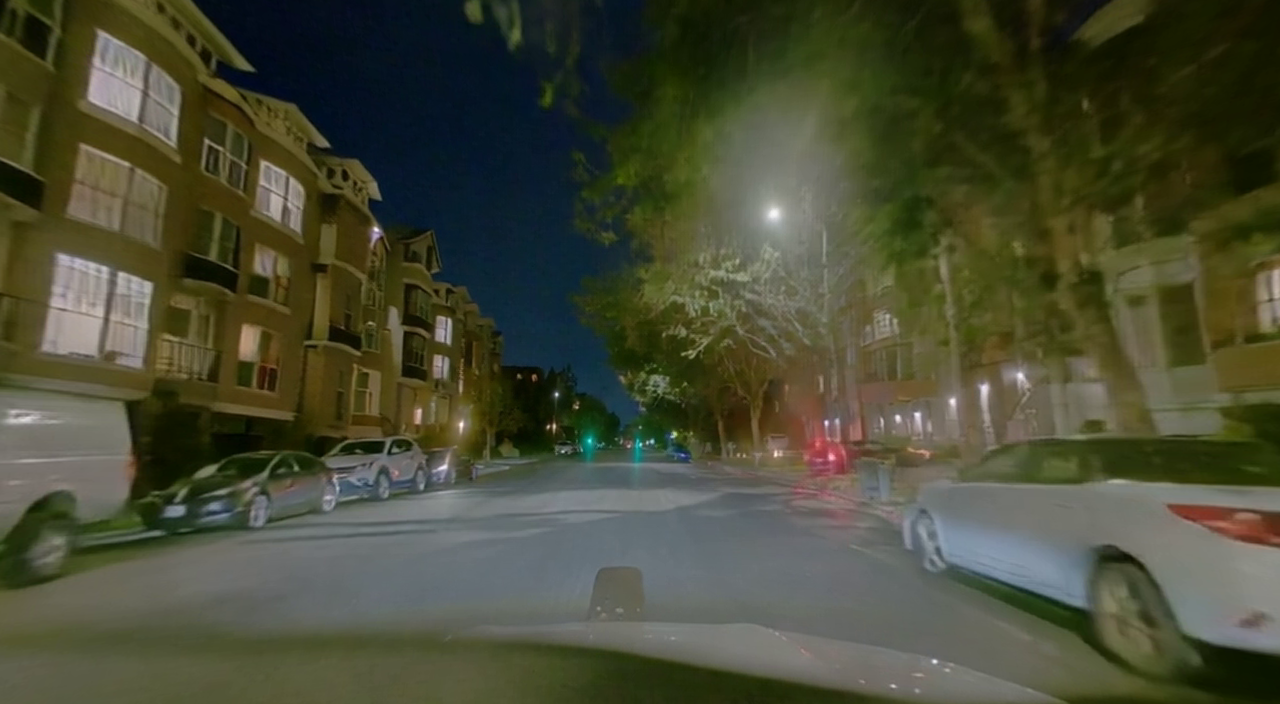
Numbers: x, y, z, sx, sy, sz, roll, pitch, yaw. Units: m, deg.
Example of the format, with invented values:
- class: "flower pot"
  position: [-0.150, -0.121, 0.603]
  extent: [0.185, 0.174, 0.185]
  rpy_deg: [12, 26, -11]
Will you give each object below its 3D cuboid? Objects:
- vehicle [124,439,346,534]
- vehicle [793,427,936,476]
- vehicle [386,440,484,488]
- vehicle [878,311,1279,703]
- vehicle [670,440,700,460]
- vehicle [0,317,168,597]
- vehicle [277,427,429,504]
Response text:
- class: "vehicle"
  position: [-7.428, 2.446, 12.075]
  extent: [1.845, 1.510, 3.729]
  rpy_deg: [1, -8, -2]
- class: "vehicle"
  position: [8.322, 3.737, 23.827]
  extent: [4.726, 1.731, 2.075]
  rpy_deg: [-1, -8, 8]
- class: "vehicle"
  position: [-7.179, 3.954, 22.597]
  extent: [1.912, 1.466, 4.754]
  rpy_deg: [-2, -9, 1]
- class: "vehicle"
  position: [4.096, 1.137, 5.271]
  extent: [2.216, 1.955, 4.970]
  rpy_deg: [0, -8, 0]
- class: "vehicle"
  position: [3.471, 7.693, 49.505]
  extent: [1.956, 1.468, 4.698]
  rpy_deg: [1, -8, -1]
- class: "vehicle"
  position: [-7.335, 0.887, 5.251]
  extent: [2.341, 2.674, 5.753]
  rpy_deg: [0, -9, -2]
- class: "vehicle"
  position: [-7.553, 3.054, 17.151]
  extent: [2.136, 1.758, 4.297]
  rpy_deg: [-2, -9, 0]
